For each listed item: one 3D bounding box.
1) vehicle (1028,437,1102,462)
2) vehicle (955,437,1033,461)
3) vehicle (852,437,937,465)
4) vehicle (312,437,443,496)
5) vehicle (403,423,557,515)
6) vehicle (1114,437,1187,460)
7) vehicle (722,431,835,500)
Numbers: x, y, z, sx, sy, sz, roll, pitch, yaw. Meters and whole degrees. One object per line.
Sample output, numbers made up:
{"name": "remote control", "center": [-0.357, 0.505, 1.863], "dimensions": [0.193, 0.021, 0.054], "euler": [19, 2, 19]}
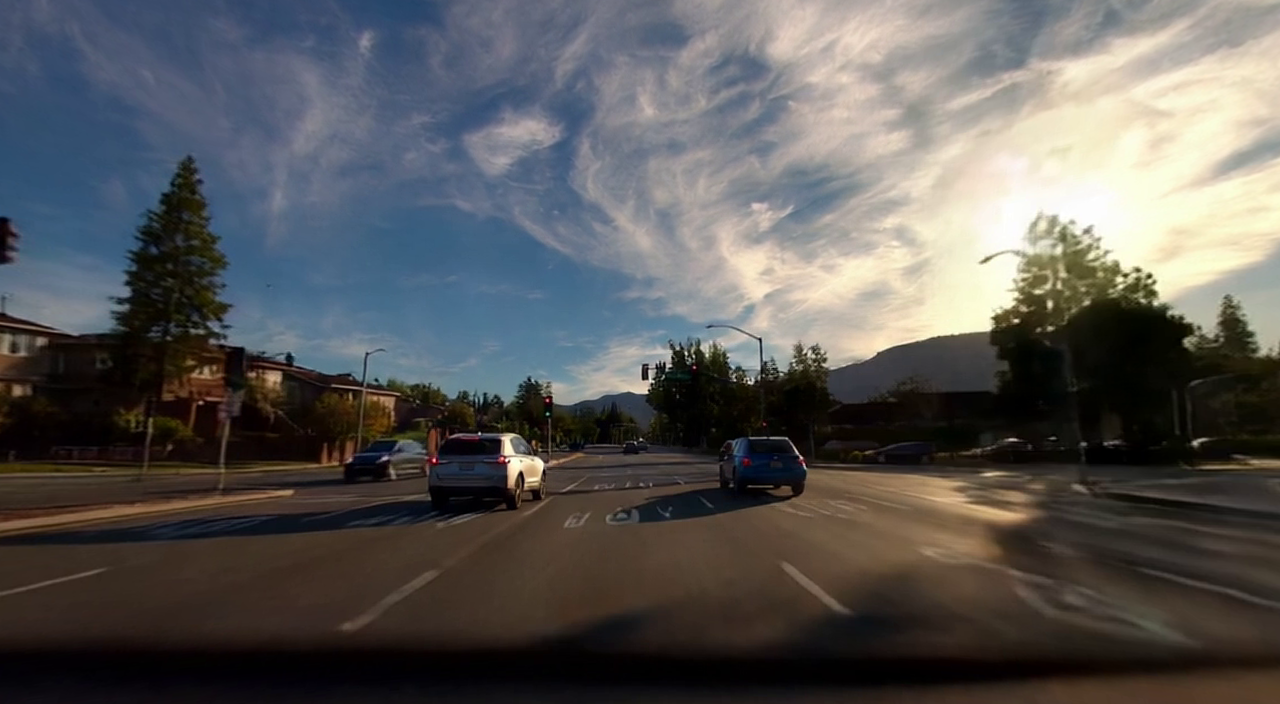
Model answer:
{"name": "vehicle", "center": [31.615, 7.231, 47.021], "dimensions": [4.524, 1.765, 2.086], "euler": [2, -9, -17]}
{"name": "vehicle", "center": [25.086, 6.867, 44.799], "dimensions": [4.479, 1.652, 2.174], "euler": [2, -9, -17]}
{"name": "vehicle", "center": [17.218, 6.690, 42.793], "dimensions": [4.922, 1.630, 2.094], "euler": [1, -9, -16]}
{"name": "vehicle", "center": [-7.413, 3.260, 18.418], "dimensions": [1.999, 1.465, 4.640], "euler": [0, -8, -2]}
{"name": "vehicle", "center": [-3.260, 2.506, 14.039], "dimensions": [2.045, 1.688, 4.632], "euler": [-1, -8, 2]}
{"name": "vehicle", "center": [39.936, 7.540, 49.420], "dimensions": [4.662, 1.700, 1.985], "euler": [3, -9, -18]}
{"name": "vehicle", "center": [3.647, 3.080, 17.566], "dimensions": [2.132, 1.659, 4.387], "euler": [0, -8, 0]}
